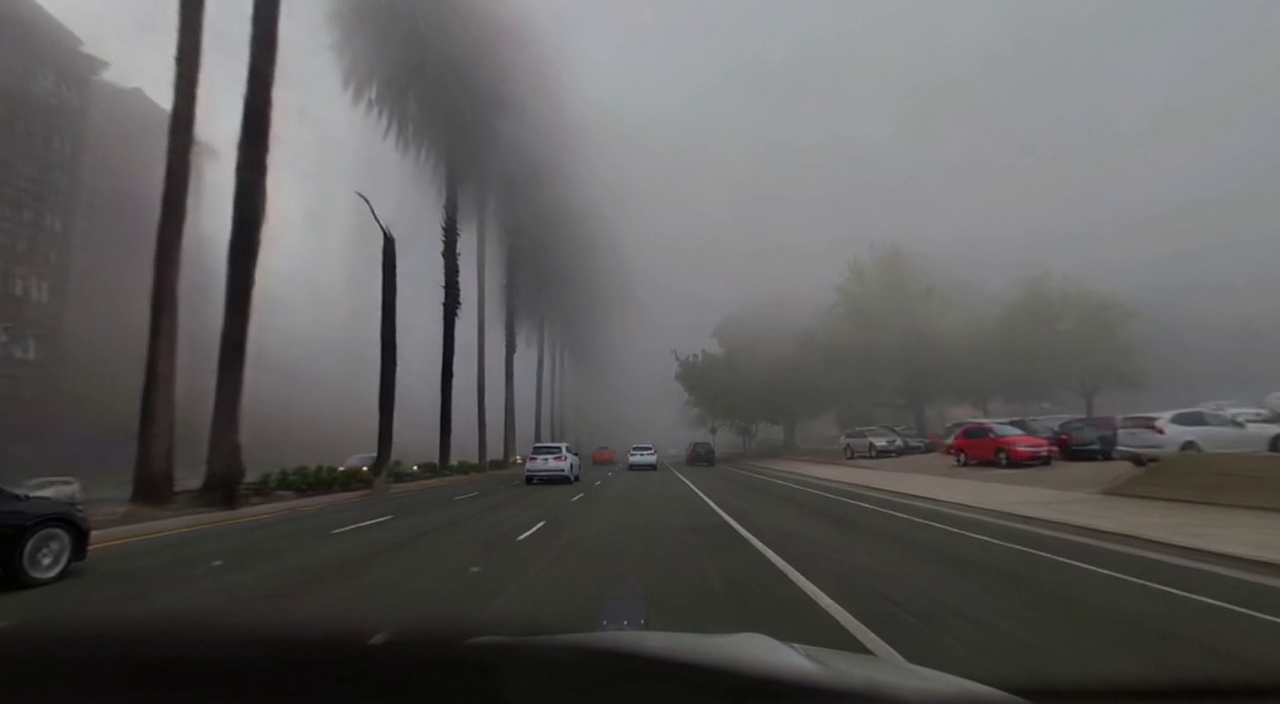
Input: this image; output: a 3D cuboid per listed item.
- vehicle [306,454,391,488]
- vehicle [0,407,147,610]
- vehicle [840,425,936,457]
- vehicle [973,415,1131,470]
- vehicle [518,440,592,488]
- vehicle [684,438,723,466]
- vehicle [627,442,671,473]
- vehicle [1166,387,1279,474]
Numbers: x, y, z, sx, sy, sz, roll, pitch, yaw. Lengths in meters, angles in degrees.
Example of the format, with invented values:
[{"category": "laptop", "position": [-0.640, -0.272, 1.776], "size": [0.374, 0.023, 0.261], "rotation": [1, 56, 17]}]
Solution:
[{"category": "vehicle", "position": [-14.157, 5.787, 30.950], "size": [1.923, 1.454, 4.520], "rotation": [-1, -9, 1]}, {"category": "vehicle", "position": [-6.540, 1.243, 4.677], "size": [2.030, 1.730, 4.506], "rotation": [-1, -8, 1]}, {"category": "vehicle", "position": [12.276, 4.417, 31.180], "size": [4.378, 1.463, 1.824], "rotation": [4, -9, -23]}, {"category": "vehicle", "position": [12.074, 2.650, 18.454], "size": [4.284, 1.450, 1.927], "rotation": [4, -10, -28]}, {"category": "vehicle", "position": [-2.901, 3.914, 22.406], "size": [1.908, 1.505, 4.369], "rotation": [-1, -8, 2]}, {"category": "vehicle", "position": [4.152, 6.632, 41.910], "size": [2.108, 1.785, 4.334], "rotation": [0, -8, -1]}, {"category": "vehicle", "position": [0.464, 5.518, 33.262], "size": [2.147, 1.507, 3.953], "rotation": [0, -8, 1]}, {"category": "vehicle", "position": [12.690, 1.542, 12.353], "size": [4.749, 1.457, 1.806], "rotation": [3, -11, -28]}]
